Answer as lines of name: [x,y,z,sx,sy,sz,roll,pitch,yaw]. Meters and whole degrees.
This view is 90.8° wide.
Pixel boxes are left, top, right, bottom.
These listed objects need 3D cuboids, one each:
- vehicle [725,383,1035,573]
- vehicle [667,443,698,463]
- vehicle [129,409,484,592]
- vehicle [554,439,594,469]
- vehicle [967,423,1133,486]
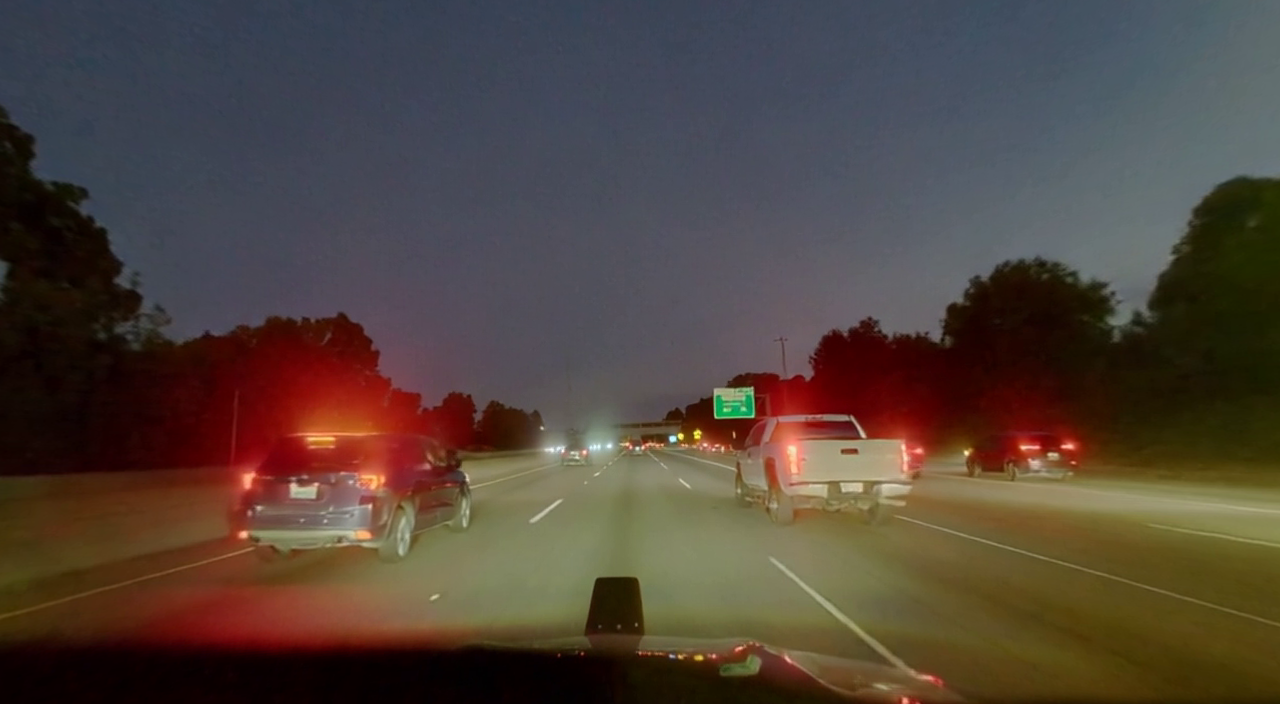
vehicle: [2.755,1.659,9.138,2.200,1.870,5.649,0,-8,-1]
vehicle: [3.267,7.773,48.941,2.007,1.469,4.337,0,-8,-1]
vehicle: [-3.592,1.679,8.016,2.119,1.654,4.353,0,-8,0]
vehicle: [-3.913,6.113,38.026,1.992,1.651,4.185,0,-8,0]
vehicle: [13.151,3.332,20.751,2.076,1.799,4.871,0,-8,-1]
